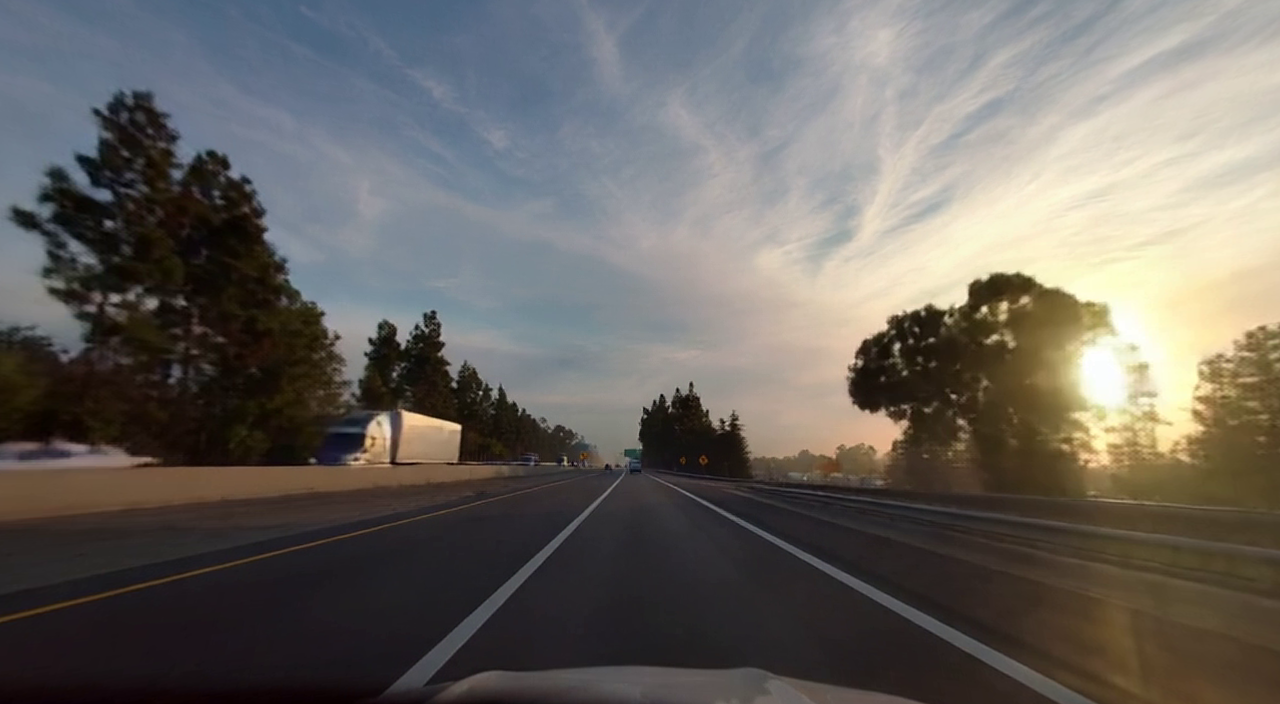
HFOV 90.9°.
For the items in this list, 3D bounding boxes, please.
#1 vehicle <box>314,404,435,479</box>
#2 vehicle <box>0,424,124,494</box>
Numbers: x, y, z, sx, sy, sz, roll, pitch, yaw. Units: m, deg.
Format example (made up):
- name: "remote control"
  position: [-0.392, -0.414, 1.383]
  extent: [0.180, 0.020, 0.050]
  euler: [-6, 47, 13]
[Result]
- name: "vehicle"
  position: [-16.008, 5.760, 39.249]
  extent: [2.974, 3.982, 10.261]
  euler: [1, -10, 0]
- name: "vehicle"
  position: [-15.673, 2.669, 15.662]
  extent: [1.889, 1.586, 4.435]
  euler: [1, -10, 0]
